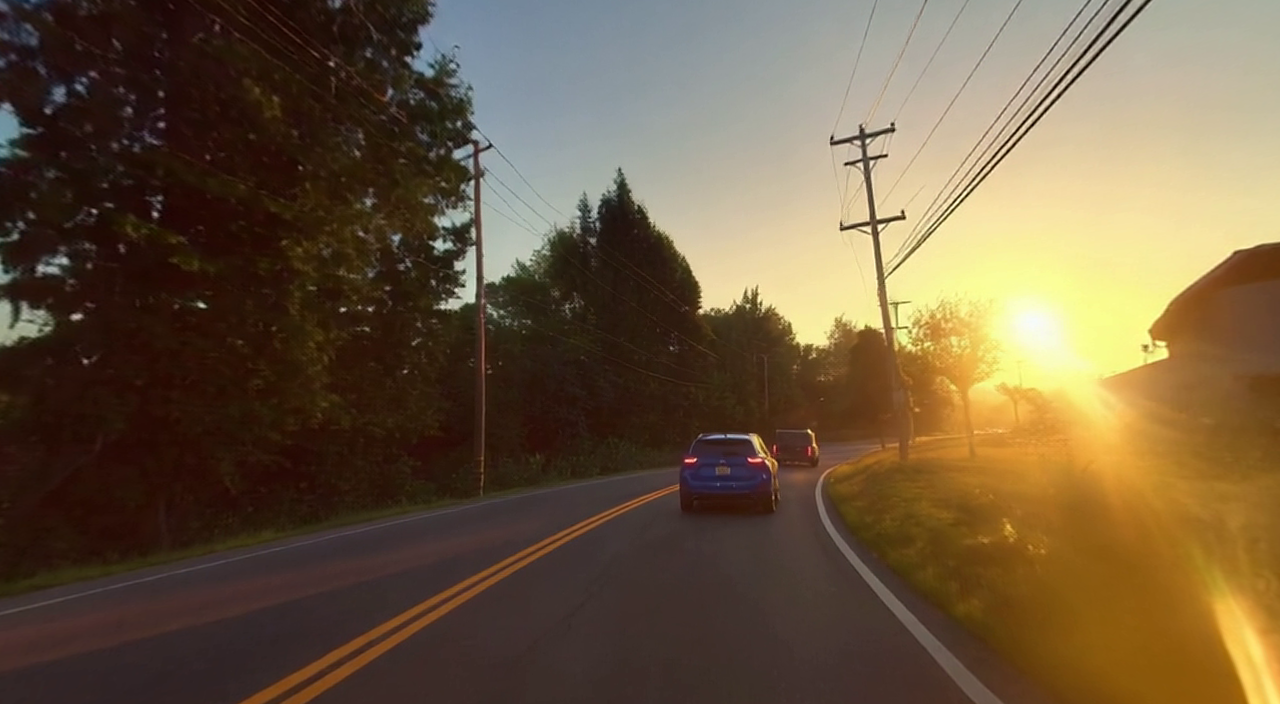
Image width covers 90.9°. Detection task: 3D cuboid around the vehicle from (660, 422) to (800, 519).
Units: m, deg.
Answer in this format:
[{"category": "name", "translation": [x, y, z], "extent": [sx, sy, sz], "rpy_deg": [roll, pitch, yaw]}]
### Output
[{"category": "vehicle", "translation": [1.982, 2.264, 12.568], "extent": [2.157, 1.565, 4.243], "rpy_deg": [-3, -9, 16]}]
